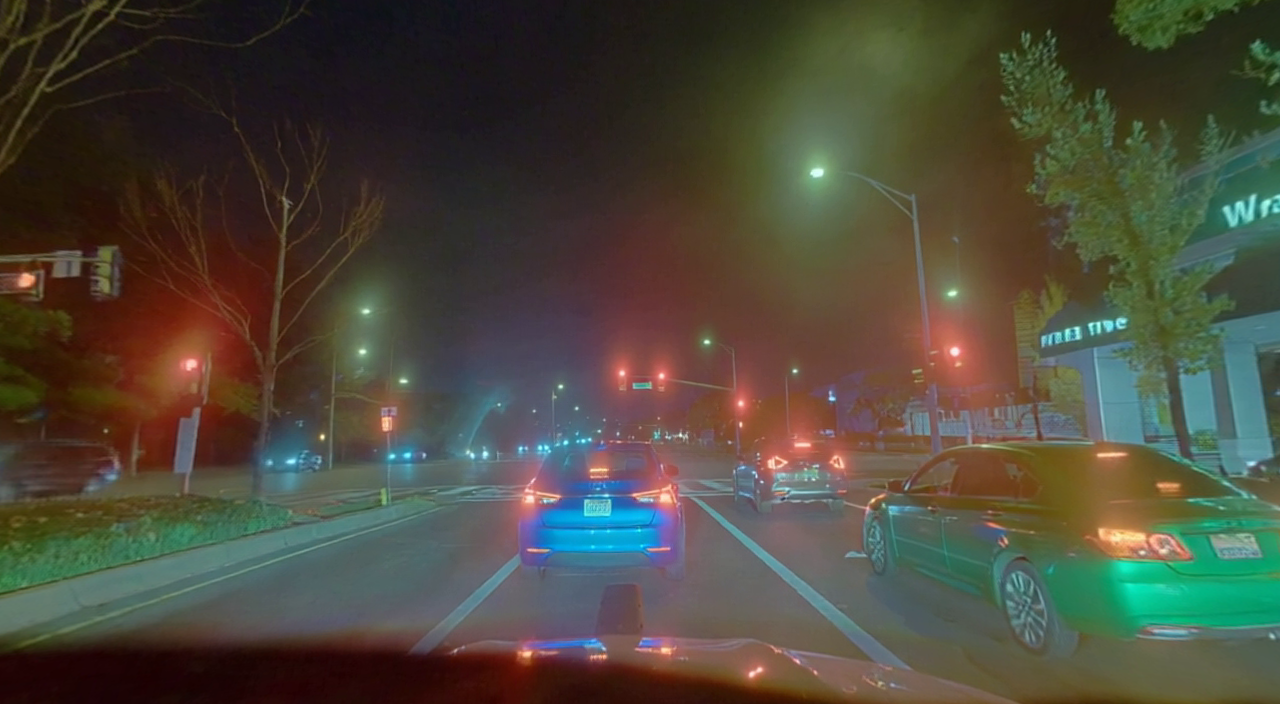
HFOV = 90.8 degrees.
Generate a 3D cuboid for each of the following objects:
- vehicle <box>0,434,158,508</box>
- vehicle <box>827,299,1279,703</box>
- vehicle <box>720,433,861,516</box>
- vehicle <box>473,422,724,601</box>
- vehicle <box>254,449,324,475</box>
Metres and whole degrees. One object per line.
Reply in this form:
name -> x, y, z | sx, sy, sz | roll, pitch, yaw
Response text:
vehicle -> -17.940, 3.476, 18.943 | 2.308, 1.903, 5.813 | 0, -8, 0
vehicle -> 3.578, 1.108, 5.058 | 2.572, 1.945, 5.065 | 0, -8, 0
vehicle -> 3.152, 2.666, 14.306 | 2.026, 1.549, 4.559 | 0, -8, -1
vehicle -> -0.375, 1.655, 7.409 | 2.143, 1.520, 3.848 | 0, -8, -1
vehicle -> -22.019, 6.877, 39.856 | 1.863, 1.496, 4.389 | 0, -8, 1
